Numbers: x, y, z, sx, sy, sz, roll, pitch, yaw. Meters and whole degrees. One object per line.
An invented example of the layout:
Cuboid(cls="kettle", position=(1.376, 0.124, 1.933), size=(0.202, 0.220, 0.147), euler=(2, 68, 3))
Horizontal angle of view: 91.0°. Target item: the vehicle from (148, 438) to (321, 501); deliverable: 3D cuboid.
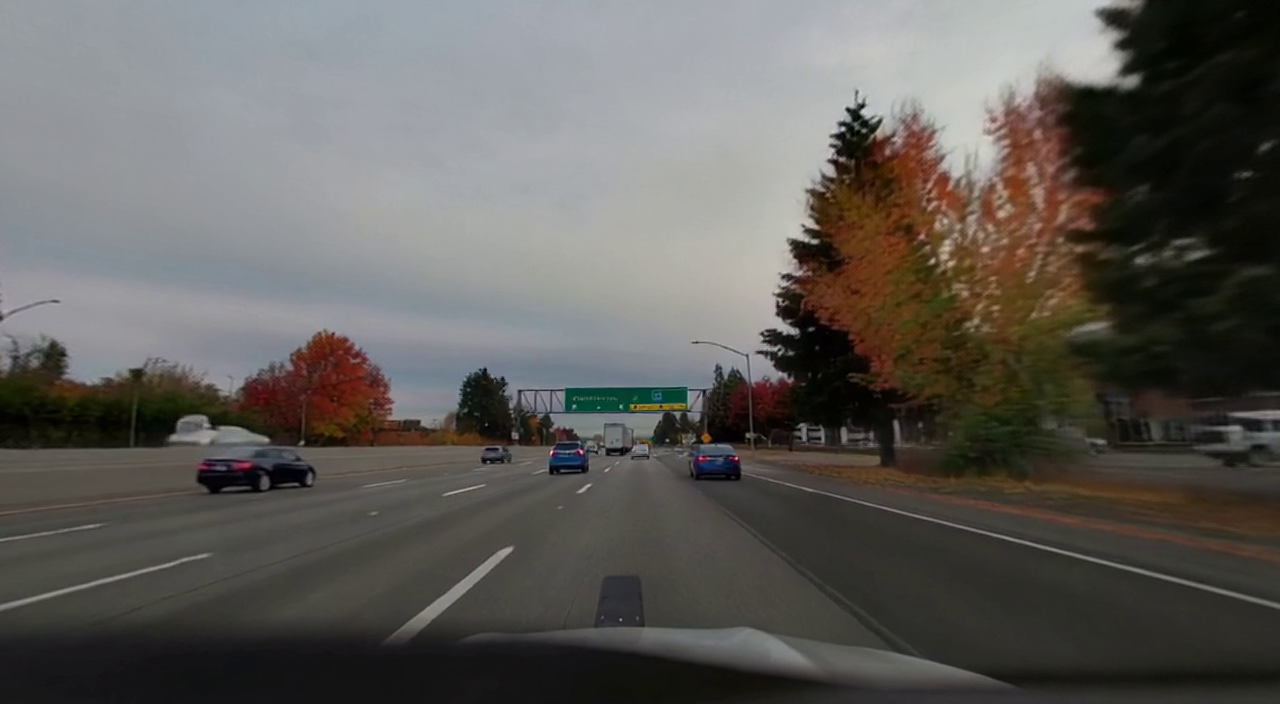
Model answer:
Cuboid(cls="vehicle", position=(-11.010, 3.195, 17.548), size=(1.919, 1.509, 4.265), euler=(1, -9, 1))

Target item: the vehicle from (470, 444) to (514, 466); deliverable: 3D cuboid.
Cuboid(cls="vehicle", position=(-10.717, 7.516, 45.988), size=(2.006, 1.509, 4.634), euler=(0, -9, 1))

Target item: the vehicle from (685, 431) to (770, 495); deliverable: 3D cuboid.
Cuboid(cls="vehicle", position=(2.621, 3.468, 19.942), size=(2.101, 1.742, 4.495), euler=(1, -9, 1))

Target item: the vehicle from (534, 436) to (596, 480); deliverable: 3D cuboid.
Cuboid(cls="vehicle", position=(-3.176, 4.599, 27.600), size=(2.111, 1.742, 4.315), euler=(0, -9, 1))
